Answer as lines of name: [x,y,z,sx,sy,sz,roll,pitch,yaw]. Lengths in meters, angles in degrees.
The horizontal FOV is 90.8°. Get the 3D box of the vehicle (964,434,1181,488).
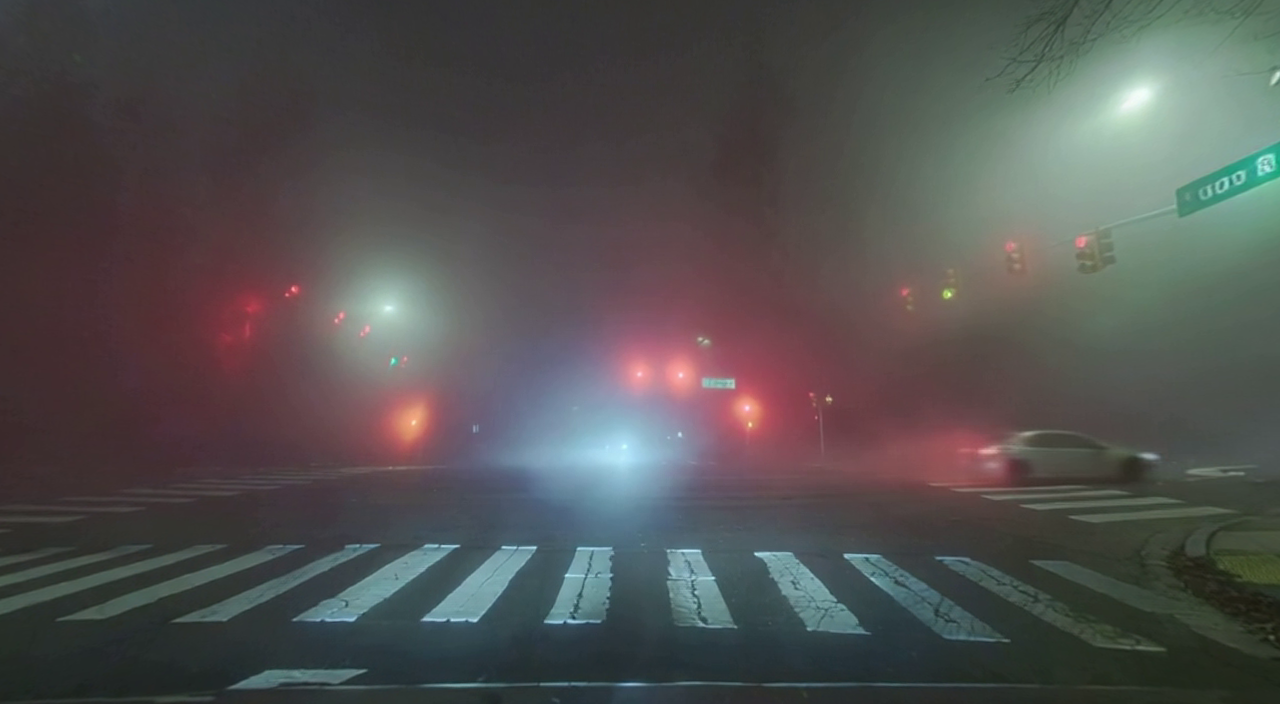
vehicle: [12.528,3.185,18.584,4.838,1.468,2.052,0,-9,0]
